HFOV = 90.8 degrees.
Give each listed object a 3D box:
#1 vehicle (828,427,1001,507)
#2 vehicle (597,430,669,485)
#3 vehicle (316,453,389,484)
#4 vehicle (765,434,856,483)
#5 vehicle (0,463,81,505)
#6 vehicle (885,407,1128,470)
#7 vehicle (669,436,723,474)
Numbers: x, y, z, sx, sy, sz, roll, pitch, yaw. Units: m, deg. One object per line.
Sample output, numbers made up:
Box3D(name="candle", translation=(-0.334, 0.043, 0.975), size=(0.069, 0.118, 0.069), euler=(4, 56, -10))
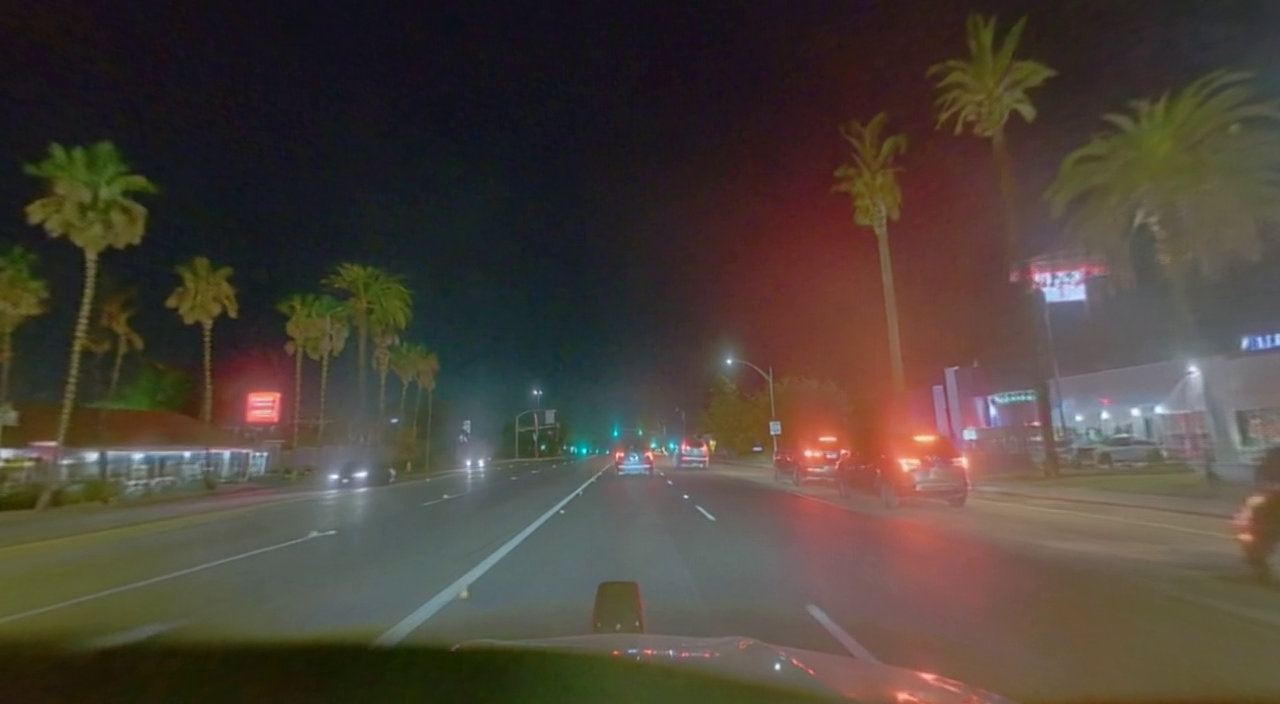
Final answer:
Box3D(name="vehicle", translation=(6.486, 2.802, 15.651), size=(2.100, 1.675, 4.536), euler=(0, -9, -2))
Box3D(name="vehicle", translation=(-0.279, 3.966, 23.872), size=(2.428, 1.816, 4.959), euler=(0, -9, -1))
Box3D(name="vehicle", translation=(-15.018, 6.094, 33.266), size=(1.875, 1.513, 4.260), euler=(0, -9, -1))
Box3D(name="vehicle", translation=(6.366, 4.071, 24.287), size=(2.001, 1.692, 4.800), euler=(0, -9, -2))
Box3D(name="vehicle", translation=(-27.950, 5.875, 28.076), size=(4.139, 1.702, 2.040), euler=(-1, -9, -3))
Box3D(name="vehicle", translation=(17.353, 4.247, 30.579), size=(9.658, 2.834, 2.994), euler=(-1, -9, 3))
Box3D(name="vehicle", translation=(2.773, 5.272, 32.389), size=(2.187, 1.777, 4.444), euler=(0, -9, -2))
